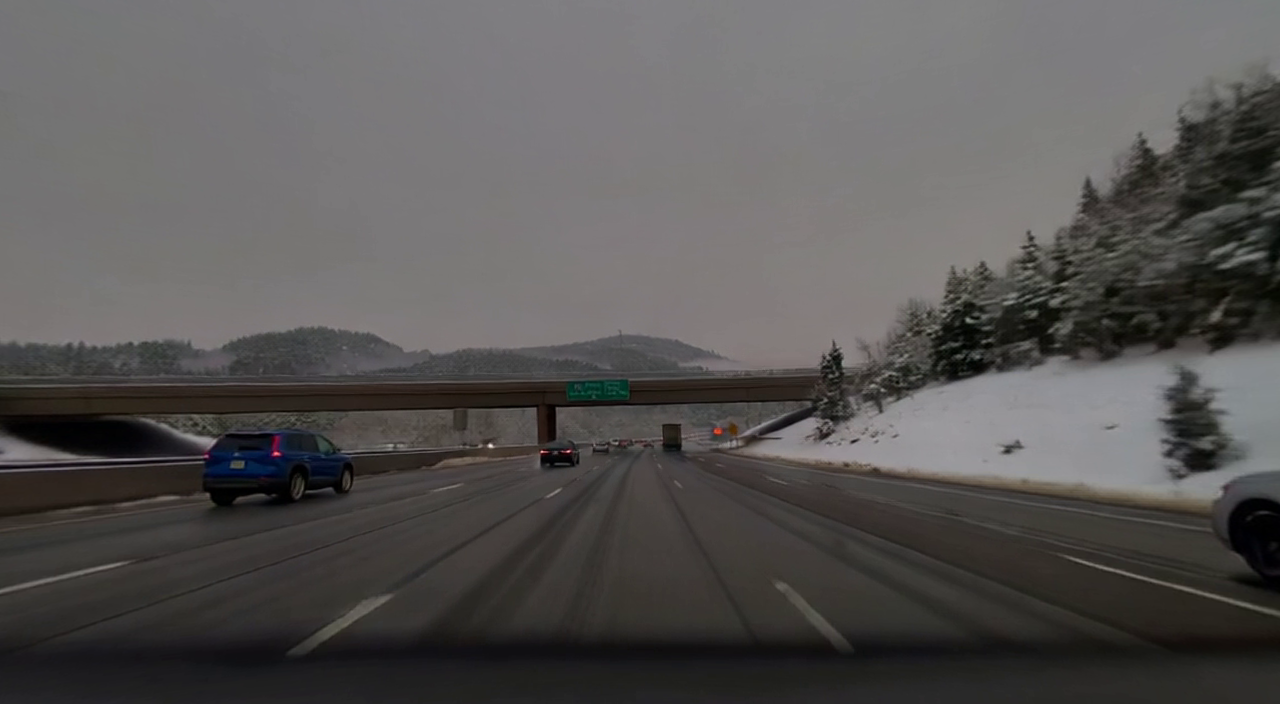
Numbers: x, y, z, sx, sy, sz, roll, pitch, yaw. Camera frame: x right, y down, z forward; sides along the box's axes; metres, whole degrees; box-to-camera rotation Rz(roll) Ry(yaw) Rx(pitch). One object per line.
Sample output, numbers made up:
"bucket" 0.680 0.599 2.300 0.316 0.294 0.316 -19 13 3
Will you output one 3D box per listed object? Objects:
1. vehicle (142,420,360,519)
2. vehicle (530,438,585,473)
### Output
"vehicle" -7.681 2.340 13.081 1.860 1.694 4.173 0 -8 -1
"vehicle" -3.725 4.749 29.167 1.925 1.509 4.363 0 -8 0
